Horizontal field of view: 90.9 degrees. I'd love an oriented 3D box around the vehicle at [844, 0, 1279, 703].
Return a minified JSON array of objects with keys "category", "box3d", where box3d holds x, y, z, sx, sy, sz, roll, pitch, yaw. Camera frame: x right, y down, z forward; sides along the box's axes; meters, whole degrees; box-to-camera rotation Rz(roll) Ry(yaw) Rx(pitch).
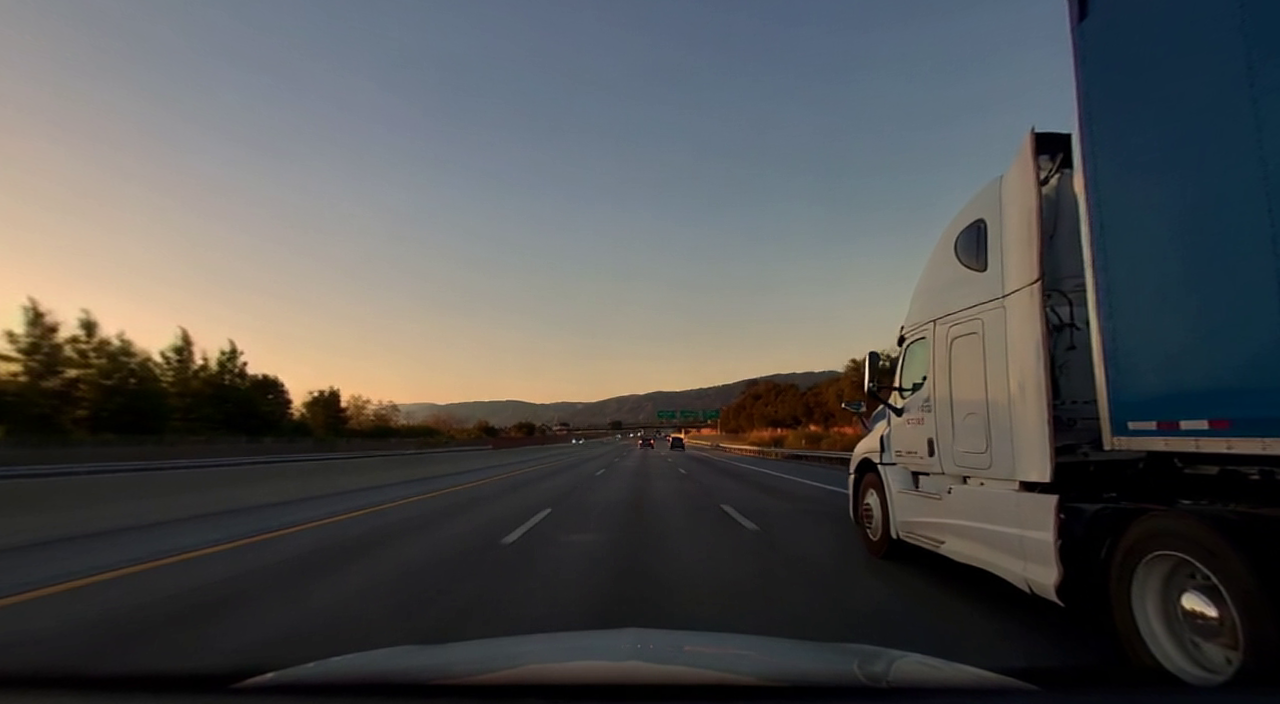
[{"category":"vehicle","box3d":[3.722,-0.256,2.049,3.012,3.768,8.945,0,-8,0]}]
